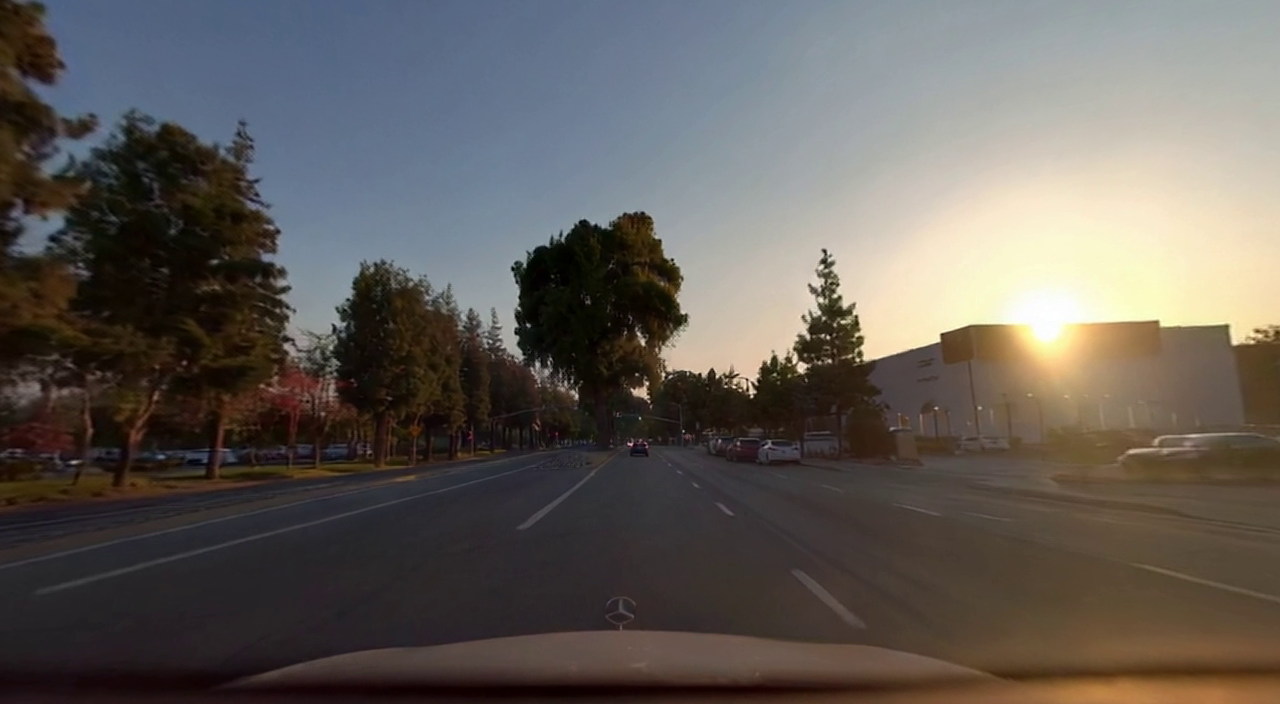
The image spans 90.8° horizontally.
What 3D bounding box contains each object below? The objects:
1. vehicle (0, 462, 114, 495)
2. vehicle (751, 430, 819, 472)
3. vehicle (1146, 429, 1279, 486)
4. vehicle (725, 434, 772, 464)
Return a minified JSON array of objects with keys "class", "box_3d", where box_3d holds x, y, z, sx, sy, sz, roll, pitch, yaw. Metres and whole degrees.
[{"class":"vehicle","box_3d":[-32.934,7.085,35.610,4.705,1.627,2.017,5,-10,-31]},{"class":"vehicle","box_3d":[6.625,4.599,29.462,1.985,1.758,4.523,0,-9,-1]},{"class":"vehicle","box_3d":[18.067,3.197,19.278,3.923,1.575,1.882,2,-9,-12]},{"class":"vehicle","box_3d":[6.571,5.945,38.742,1.924,1.721,4.514,0,-8,-1]}]
